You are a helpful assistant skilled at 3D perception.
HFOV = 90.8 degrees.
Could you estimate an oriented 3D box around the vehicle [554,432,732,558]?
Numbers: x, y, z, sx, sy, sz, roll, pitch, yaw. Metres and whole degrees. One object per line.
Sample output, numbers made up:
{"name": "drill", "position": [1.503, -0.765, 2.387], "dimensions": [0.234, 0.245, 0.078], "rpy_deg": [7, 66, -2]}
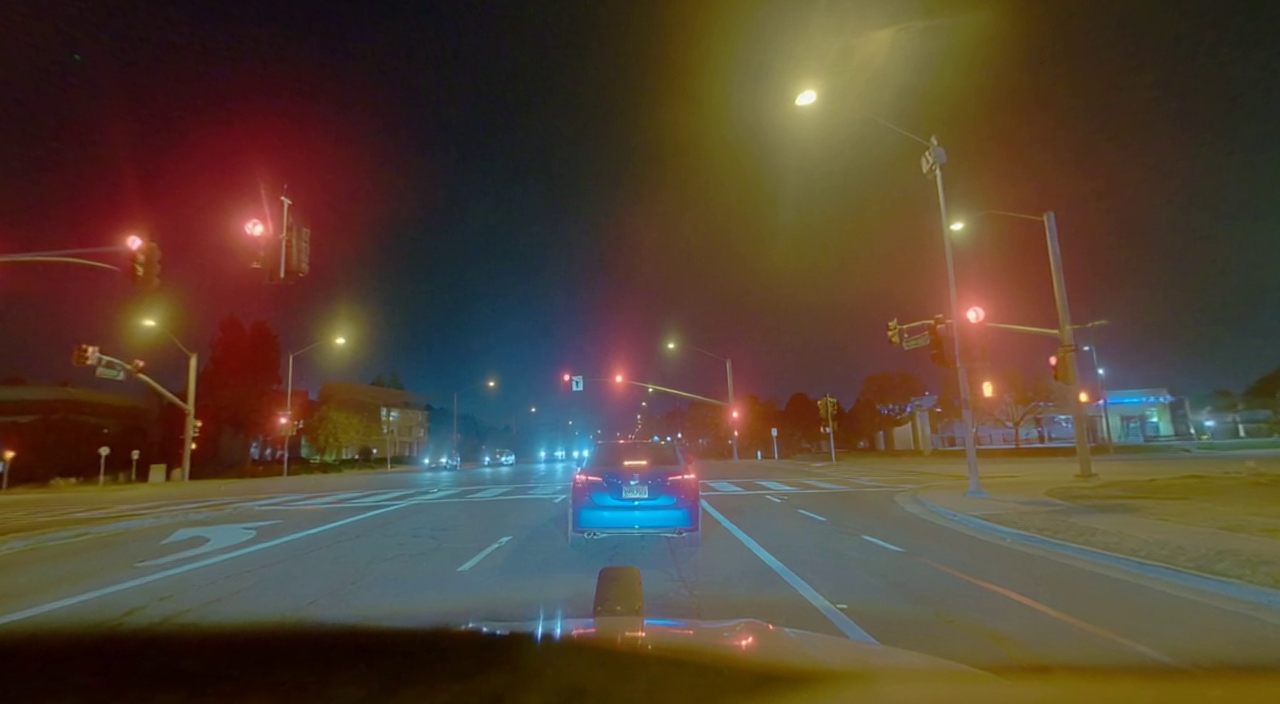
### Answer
{"name": "vehicle", "position": [0.006, 1.995, 9.518], "dimensions": [2.107, 1.470, 3.974], "rpy_deg": [0, -9, -1]}
